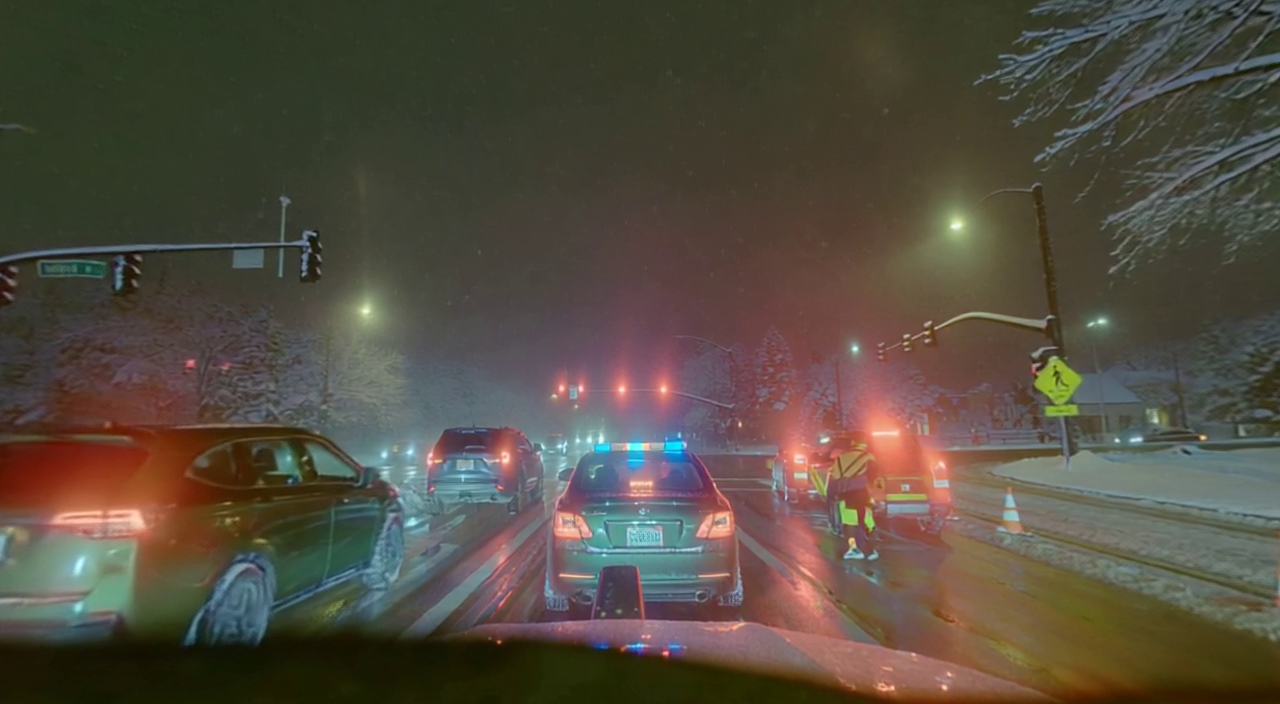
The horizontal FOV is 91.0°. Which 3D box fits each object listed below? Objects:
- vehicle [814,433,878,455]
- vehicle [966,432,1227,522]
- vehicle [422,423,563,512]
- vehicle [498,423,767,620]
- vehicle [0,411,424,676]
[{"bbox_3d":[16.053,7.160,49.186,4.211,1.659,1.983,1,-9,-6],"label":"vehicle"},{"bbox_3d":[9.356,2.579,13.575,1.957,1.576,4.670,0,-9,-3],"label":"vehicle"},{"bbox_3d":[-3.300,2.710,15.216,2.096,1.789,4.719,-1,-9,2],"label":"vehicle"},{"bbox_3d":[-0.114,1.626,7.071,2.061,1.486,4.332,0,-8,-2],"label":"vehicle"},{"bbox_3d":[-3.620,1.412,5.727,1.863,1.526,4.006,0,-8,0],"label":"vehicle"}]
